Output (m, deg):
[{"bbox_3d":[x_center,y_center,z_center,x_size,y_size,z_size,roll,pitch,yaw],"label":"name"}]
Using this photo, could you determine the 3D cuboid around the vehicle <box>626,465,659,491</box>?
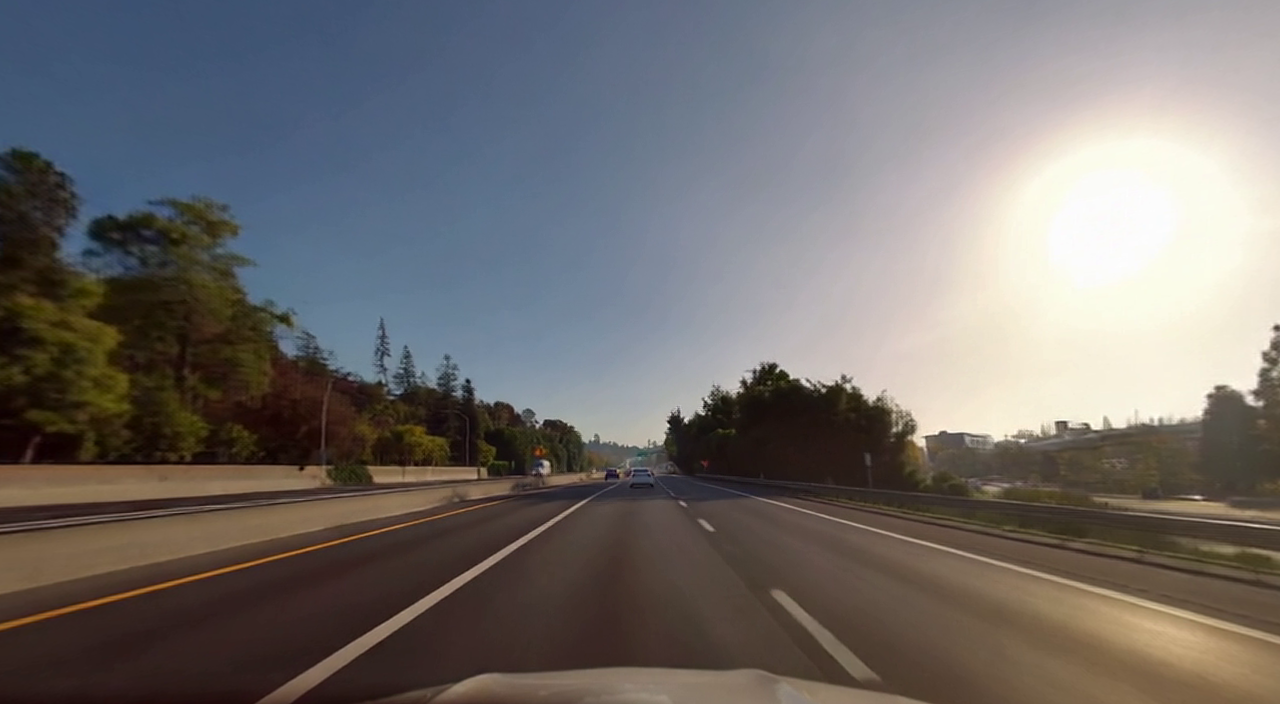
[{"bbox_3d":[0.142,8.013,40.178,2.016,1.530,4.009,1,-10,0],"label":"vehicle"}]
